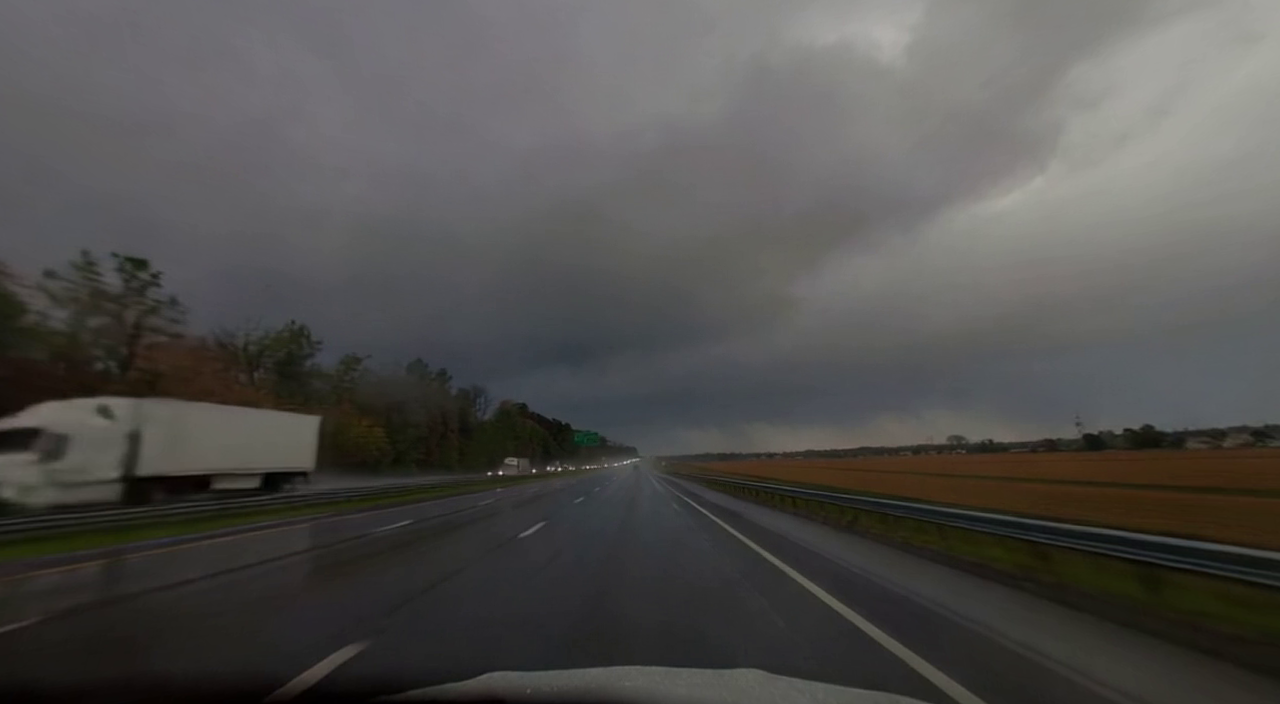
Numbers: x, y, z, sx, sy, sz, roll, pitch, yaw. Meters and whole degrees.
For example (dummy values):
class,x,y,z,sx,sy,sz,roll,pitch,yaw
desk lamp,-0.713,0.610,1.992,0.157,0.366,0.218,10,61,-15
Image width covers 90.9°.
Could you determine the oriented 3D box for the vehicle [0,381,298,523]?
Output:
class,x,y,z,sx,sy,sz,roll,pitch,yaw
vehicle,-16.406,3.570,21.922,2.932,3.708,10.622,1,-10,0
